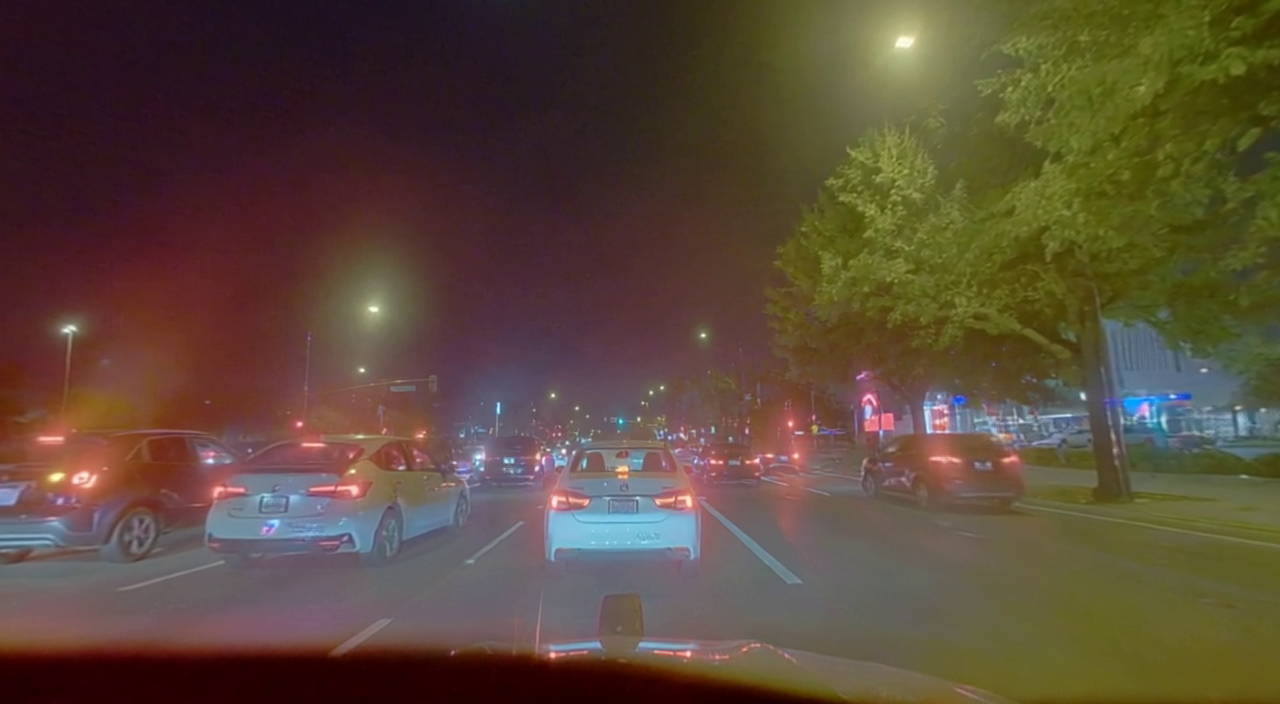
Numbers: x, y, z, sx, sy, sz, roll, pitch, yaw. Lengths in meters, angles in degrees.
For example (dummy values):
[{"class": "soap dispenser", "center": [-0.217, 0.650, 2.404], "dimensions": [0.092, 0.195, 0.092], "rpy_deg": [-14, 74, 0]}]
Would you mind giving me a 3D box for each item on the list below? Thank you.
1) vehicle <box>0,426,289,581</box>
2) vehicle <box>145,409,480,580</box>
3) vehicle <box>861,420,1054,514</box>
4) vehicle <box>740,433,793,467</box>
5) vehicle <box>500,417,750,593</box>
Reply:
[{"class": "vehicle", "center": [-6.952, 1.818, 8.468], "dimensions": [1.860, 1.491, 4.586], "rpy_deg": [0, -9, 0]}, {"class": "vehicle", "center": [-3.706, 1.697, 8.307], "dimensions": [2.009, 1.619, 4.376], "rpy_deg": [0, -9, 1]}, {"class": "vehicle", "center": [6.326, 2.342, 13.234], "dimensions": [1.895, 1.633, 4.030], "rpy_deg": [0, -9, 0]}, {"class": "vehicle", "center": [6.651, 5.234, 33.692], "dimensions": [1.889, 1.681, 4.120], "rpy_deg": [0, -9, -1]}, {"class": "vehicle", "center": [-0.166, 1.641, 7.642], "dimensions": [2.161, 1.501, 4.184], "rpy_deg": [0, -9, -1]}]
